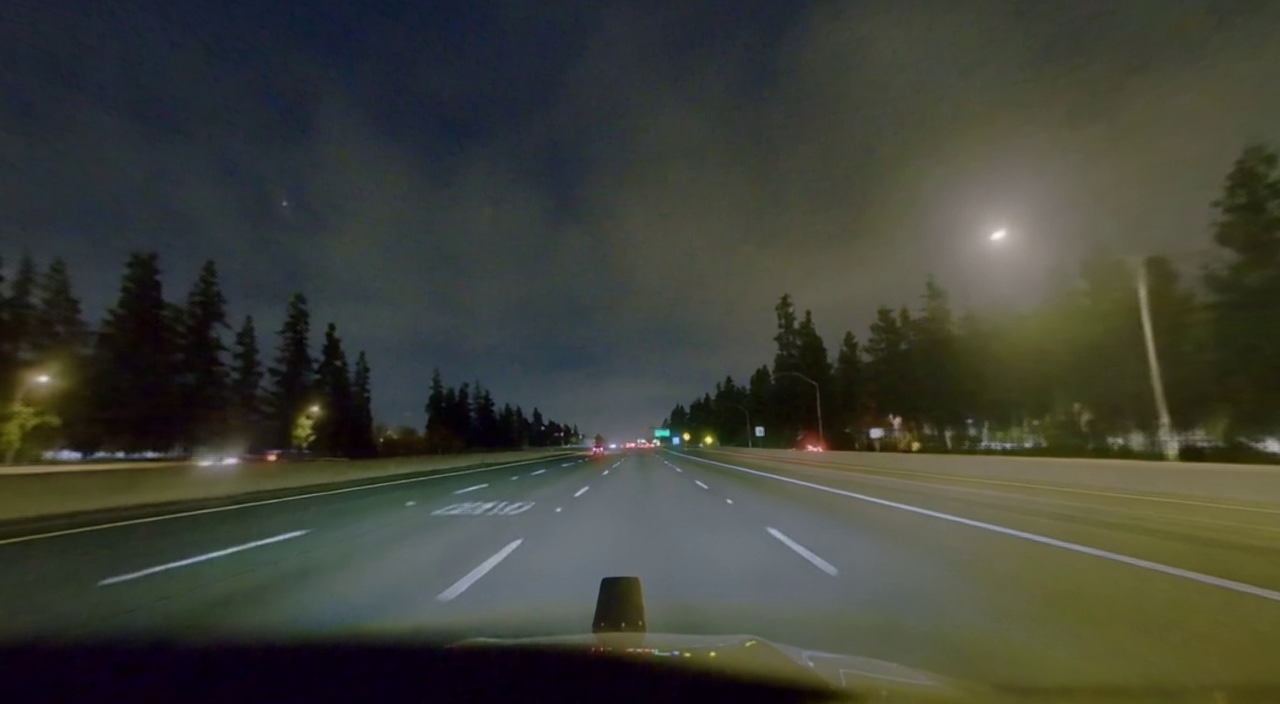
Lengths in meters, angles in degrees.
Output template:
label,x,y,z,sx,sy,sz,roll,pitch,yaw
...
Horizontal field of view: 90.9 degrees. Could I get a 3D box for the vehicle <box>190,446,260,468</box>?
label,x,y,z,sx,sy,sz,roll,pitch,yaw
vehicle,-30.168,7.617,46.027,2.015,1.482,4.484,0,-8,0
